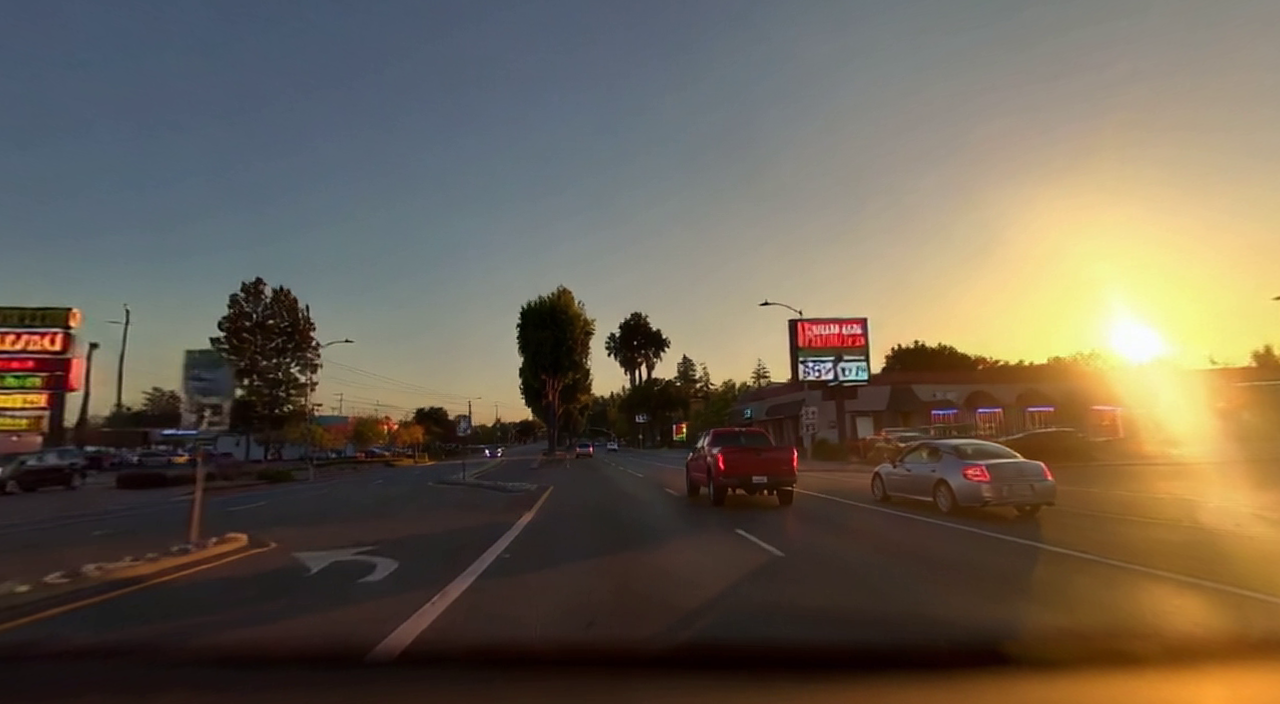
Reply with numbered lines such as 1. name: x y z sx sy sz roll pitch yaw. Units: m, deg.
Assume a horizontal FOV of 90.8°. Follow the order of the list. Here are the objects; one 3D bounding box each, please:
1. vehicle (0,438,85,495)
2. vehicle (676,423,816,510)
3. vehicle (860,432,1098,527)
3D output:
1. vehicle: -31.274 5.646 31.514 2.217 2.629 5.839 1 -8 -7
2. vehicle: 2.321 2.707 15.468 2.214 1.749 4.998 1 -8 -4
3. vehicle: 6.133 2.327 12.183 1.986 1.480 4.296 1 -8 -4
